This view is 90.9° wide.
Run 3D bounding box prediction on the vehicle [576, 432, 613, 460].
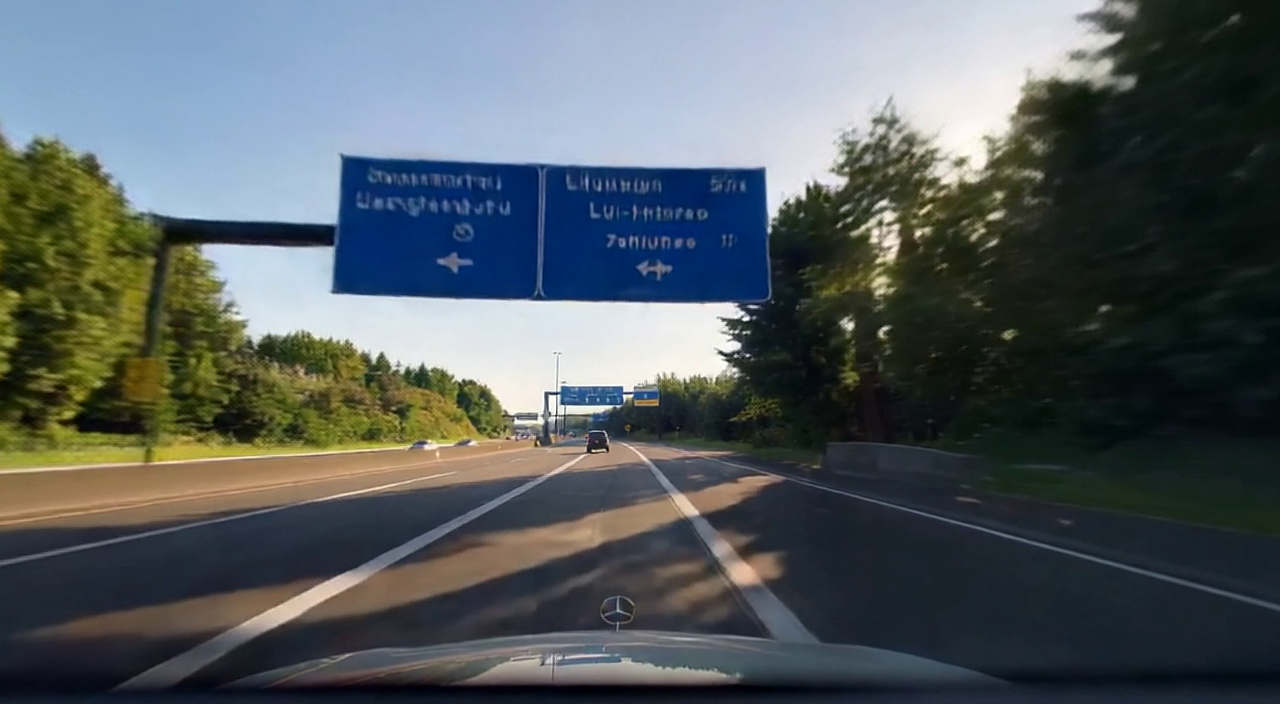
[{"bbox_3d":[-2.555,5.392,36.265,2.000,1.491,3.913,0,-8,-2],"label":"vehicle"}]
